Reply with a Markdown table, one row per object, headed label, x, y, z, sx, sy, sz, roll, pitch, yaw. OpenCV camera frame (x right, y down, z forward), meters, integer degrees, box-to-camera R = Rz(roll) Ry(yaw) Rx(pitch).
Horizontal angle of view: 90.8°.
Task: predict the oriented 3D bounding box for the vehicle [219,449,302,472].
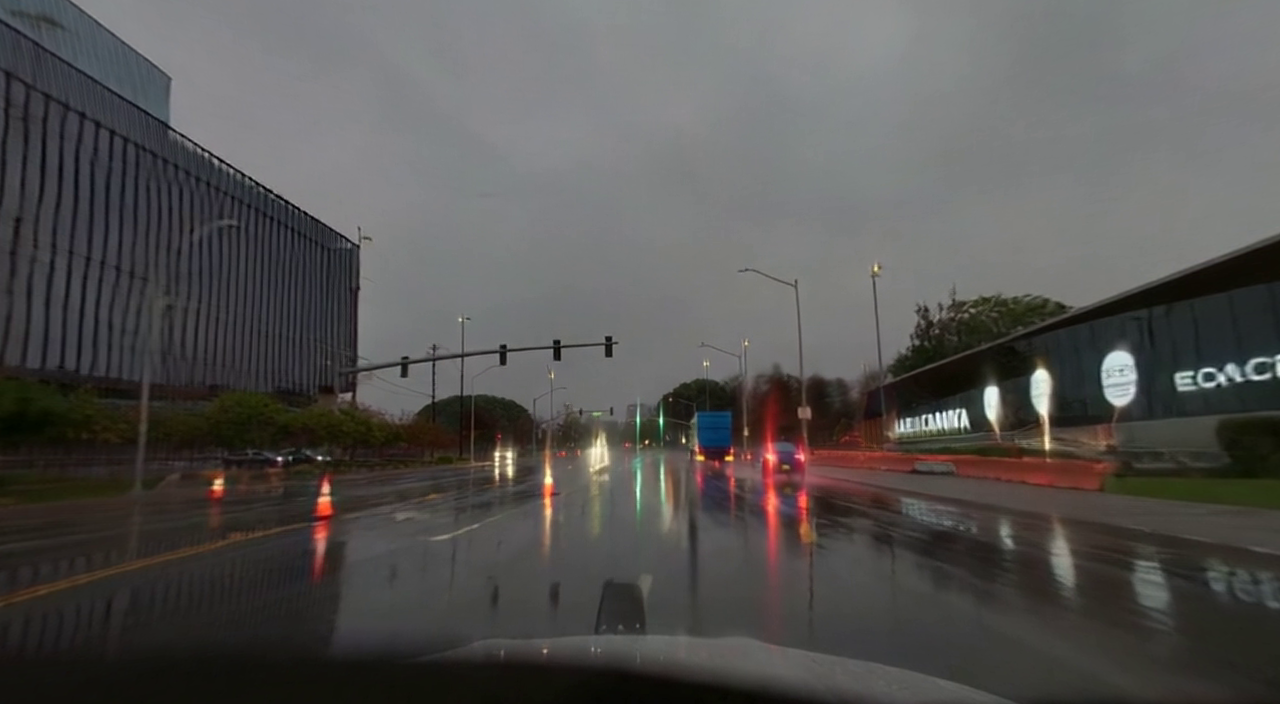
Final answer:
| label | x | y | z | sx | sy | sz | roll | pitch | yaw |
| --- | --- | --- | --- | --- | --- | --- | --- | --- | --- |
| vehicle | -25.268 | 7.206 | 42.184 | 4.237 | 1.490 | 1.901 | 0 | -8 | -1 |

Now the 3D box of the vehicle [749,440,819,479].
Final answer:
| label | x | y | z | sx | sy | sz | roll | pitch | yaw |
| --- | --- | --- | --- | --- | --- | --- | --- | --- | --- |
| vehicle | 6.441 | 4.856 | 28.861 | 2.098 | 1.619 | 4.433 | 0 | -8 | -1 |
